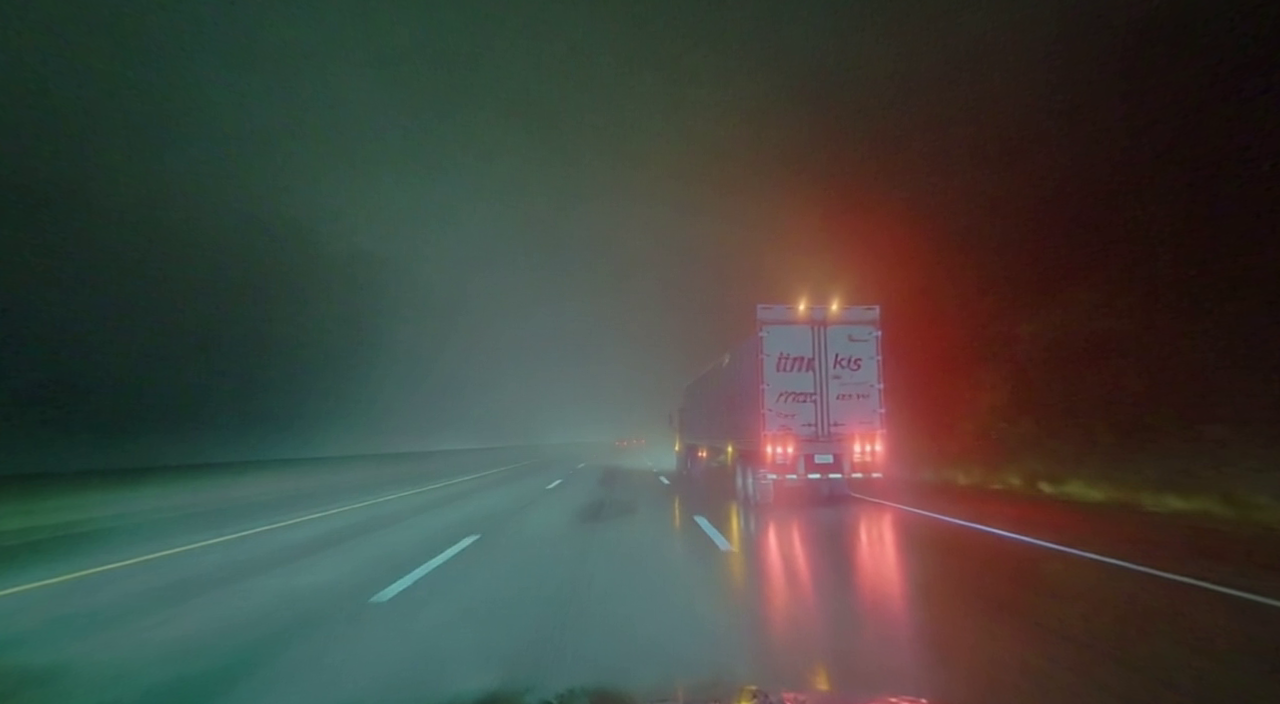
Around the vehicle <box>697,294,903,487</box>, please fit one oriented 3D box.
[{"bbox_3d":[3.815,1.586,19.644,2.850,3.894,13.987,0,-7,0],"label":"vehicle"}]
